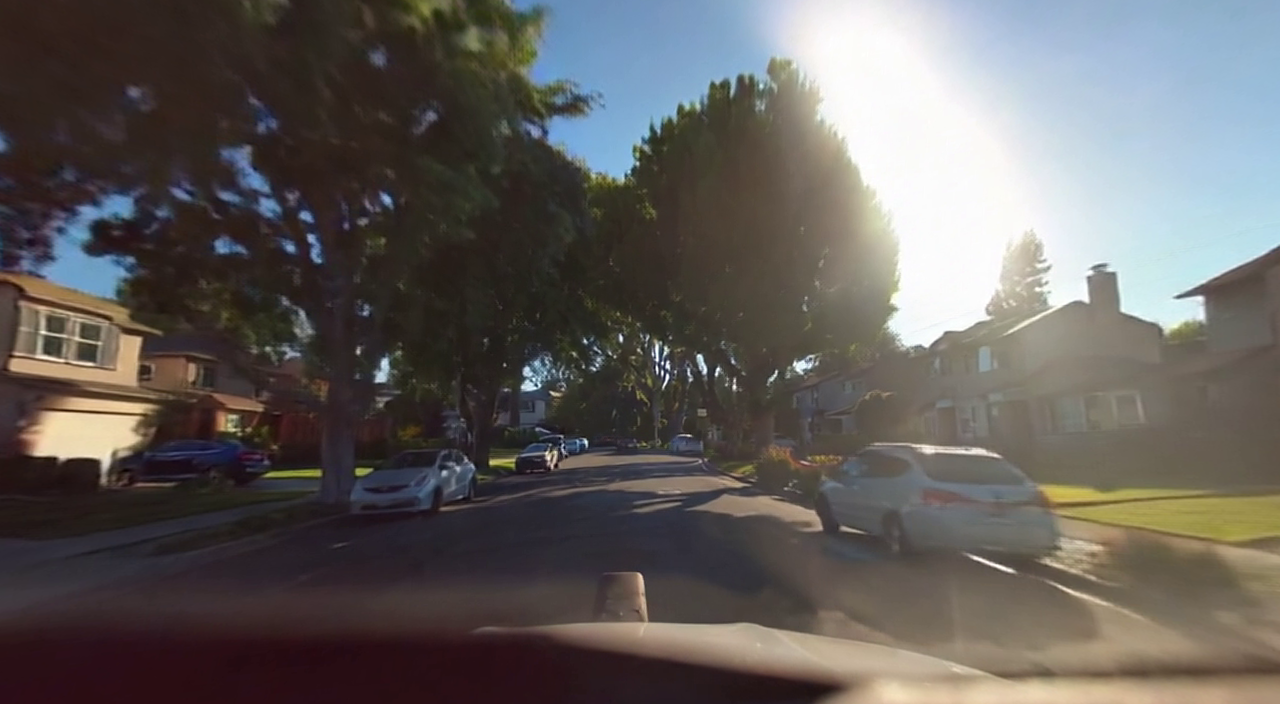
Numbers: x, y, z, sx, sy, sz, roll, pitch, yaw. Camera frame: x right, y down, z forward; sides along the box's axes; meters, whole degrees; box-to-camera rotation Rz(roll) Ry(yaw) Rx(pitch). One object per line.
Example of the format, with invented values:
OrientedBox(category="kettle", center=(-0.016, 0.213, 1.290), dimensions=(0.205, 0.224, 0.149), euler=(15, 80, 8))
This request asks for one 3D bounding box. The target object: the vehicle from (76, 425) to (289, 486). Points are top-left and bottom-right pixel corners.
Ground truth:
OrientedBox(category="vehicle", center=(-14.078, 3.200, 19.683), dimensions=(5.088, 1.792, 1.966), euler=(0, -9, 1))

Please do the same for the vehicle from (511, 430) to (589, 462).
OrientedBox(category="vehicle", center=(-6.602, 6.965, 46.975), dimensions=(5.419, 2.292, 2.272), euler=(0, -7, 0))

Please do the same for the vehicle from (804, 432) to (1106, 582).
OrientedBox(category="vehicle", center=(3.705, 1.868, 8.423), dimensions=(1.945, 1.495, 3.983), euler=(0, -8, 0))

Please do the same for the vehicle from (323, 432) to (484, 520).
OrientedBox(category="vehicle", center=(-5.056, 2.701, 14.289), dimensions=(1.887, 1.660, 4.312), euler=(0, -8, 1))

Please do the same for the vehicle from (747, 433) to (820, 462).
OrientedBox(category="vehicle", center=(10.579, 7.084, 46.860), dimensions=(4.919, 1.969, 2.104), euler=(1, -9, 2))
